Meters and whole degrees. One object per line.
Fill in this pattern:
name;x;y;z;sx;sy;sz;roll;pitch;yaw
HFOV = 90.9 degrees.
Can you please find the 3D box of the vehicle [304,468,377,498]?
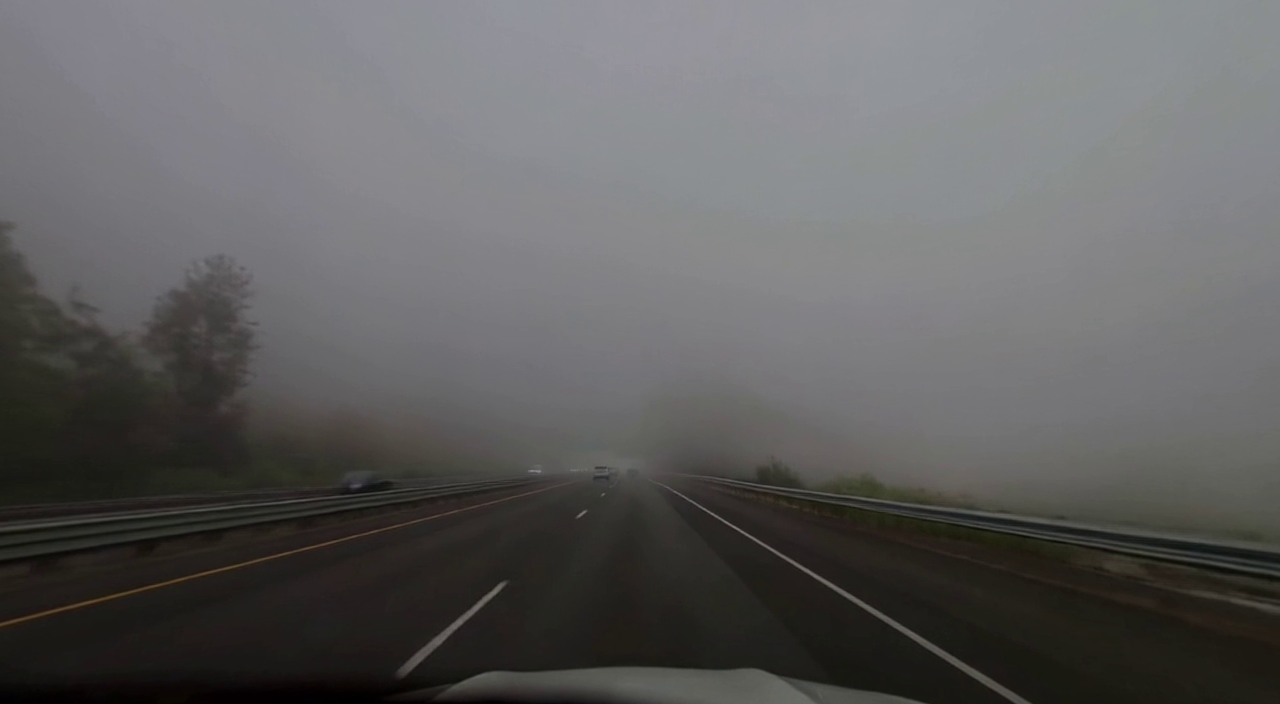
vehicle;-15.842;6.956;33.629;1.839;1.472;4.131;1;-10;0
